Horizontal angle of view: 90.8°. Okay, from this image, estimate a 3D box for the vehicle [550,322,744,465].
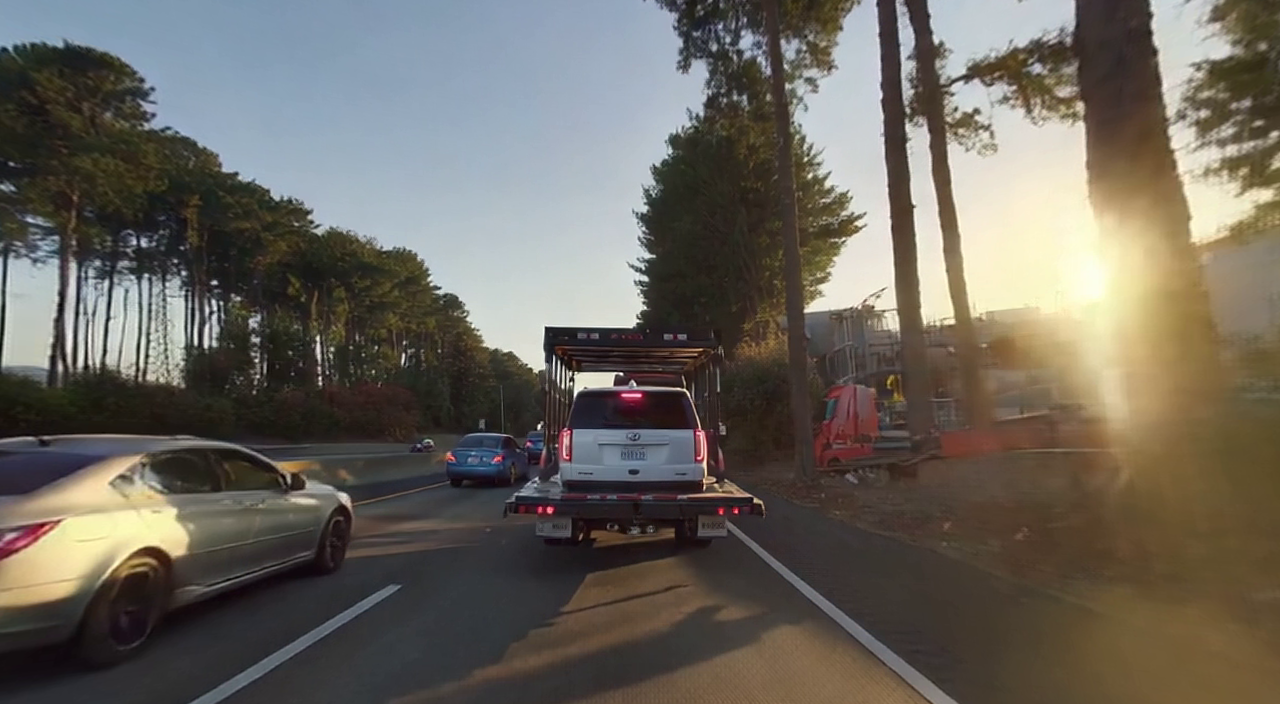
[{"bbox_3d":[-0.020,0.806,9.442,2.156,1.604,4.680,0,-9,-3],"label":"vehicle"}]

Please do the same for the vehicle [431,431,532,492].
[{"bbox_3d":[-4.776,3.359,19.773,2.057,1.665,4.572,0,-9,-1],"label":"vehicle"}]

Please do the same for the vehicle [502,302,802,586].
[{"bbox_3d":[-0.163,1.594,11.076,2.735,2.597,10.435,1,-8,-3],"label":"vehicle"}]

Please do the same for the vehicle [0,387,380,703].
[{"bbox_3d":[-3.874,1.144,4.253,2.155,1.513,4.964,0,-9,0],"label":"vehicle"}]
